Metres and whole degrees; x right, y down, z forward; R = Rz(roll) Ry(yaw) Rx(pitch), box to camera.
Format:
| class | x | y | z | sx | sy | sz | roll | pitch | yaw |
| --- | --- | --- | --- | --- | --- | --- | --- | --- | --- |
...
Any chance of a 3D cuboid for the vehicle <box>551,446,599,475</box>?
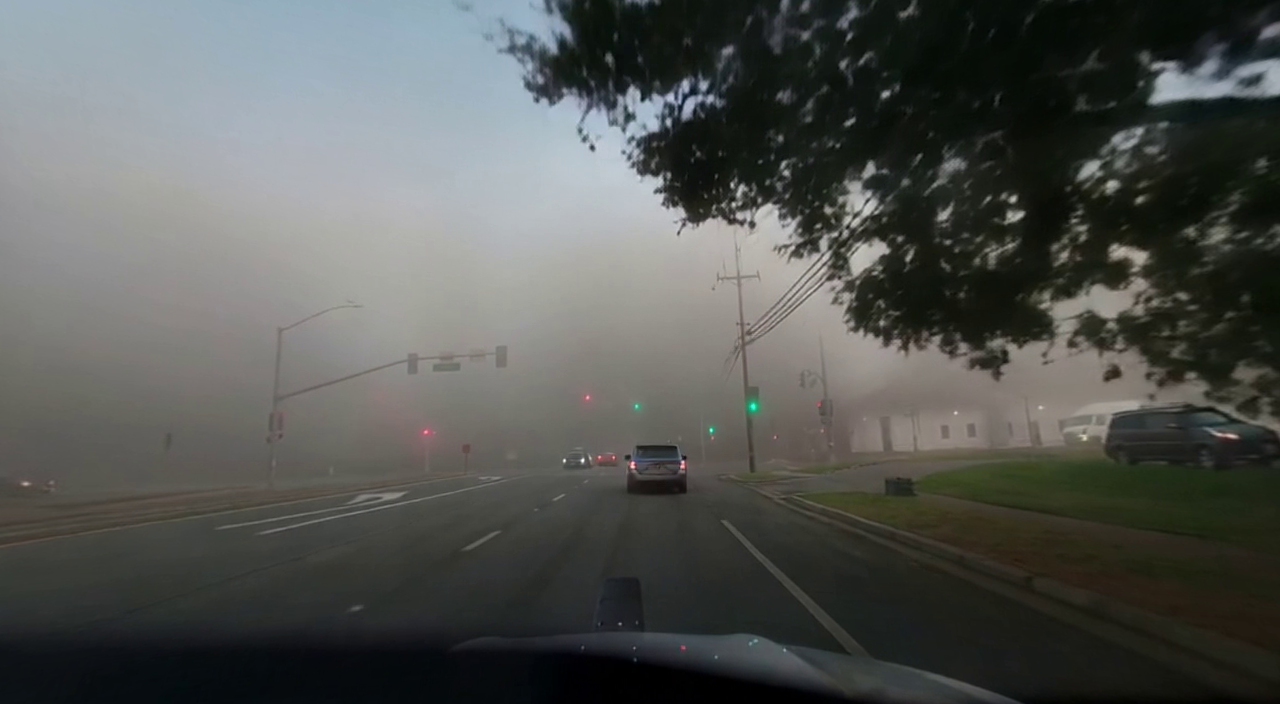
| class | x | y | z | sx | sy | sz | roll | pitch | yaw |
| --- | --- | --- | --- | --- | --- | --- | --- | --- | --- |
| vehicle | -3.574 | 6.041 | 35.374 | 2.153 | 1.474 | 4.284 | 0 | -9 | 1 |

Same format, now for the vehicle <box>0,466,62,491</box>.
| class | x | y | z | sx | sy | sz | roll | pitch | yaw |
| --- | --- | --- | --- | --- | --- | --- | --- | --- | --- |
| vehicle | -43.589 | 8.737 | 43.710 | 5.149 | 1.515 | 1.942 | 2 | -10 | -1 |

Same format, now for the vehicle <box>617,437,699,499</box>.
| class | x | y | z | sx | sy | sz | roll | pitch | yaw |
| --- | --- | --- | --- | --- | --- | --- | --- | --- | --- |
| vehicle | 0.503 | 3.366 | 18.686 | 2.156 | 1.636 | 3.923 | 0 | -9 | 1 |

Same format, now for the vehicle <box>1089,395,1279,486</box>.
| class | x | y | z | sx | sy | sz | roll | pitch | yaw |
| --- | --- | --- | --- | --- | --- | --- | --- | --- | --- |
| vehicle | 14.350 | 2.255 | 16.019 | 2.225 | 1.922 | 5.243 | -1 | -9 | 3 |
